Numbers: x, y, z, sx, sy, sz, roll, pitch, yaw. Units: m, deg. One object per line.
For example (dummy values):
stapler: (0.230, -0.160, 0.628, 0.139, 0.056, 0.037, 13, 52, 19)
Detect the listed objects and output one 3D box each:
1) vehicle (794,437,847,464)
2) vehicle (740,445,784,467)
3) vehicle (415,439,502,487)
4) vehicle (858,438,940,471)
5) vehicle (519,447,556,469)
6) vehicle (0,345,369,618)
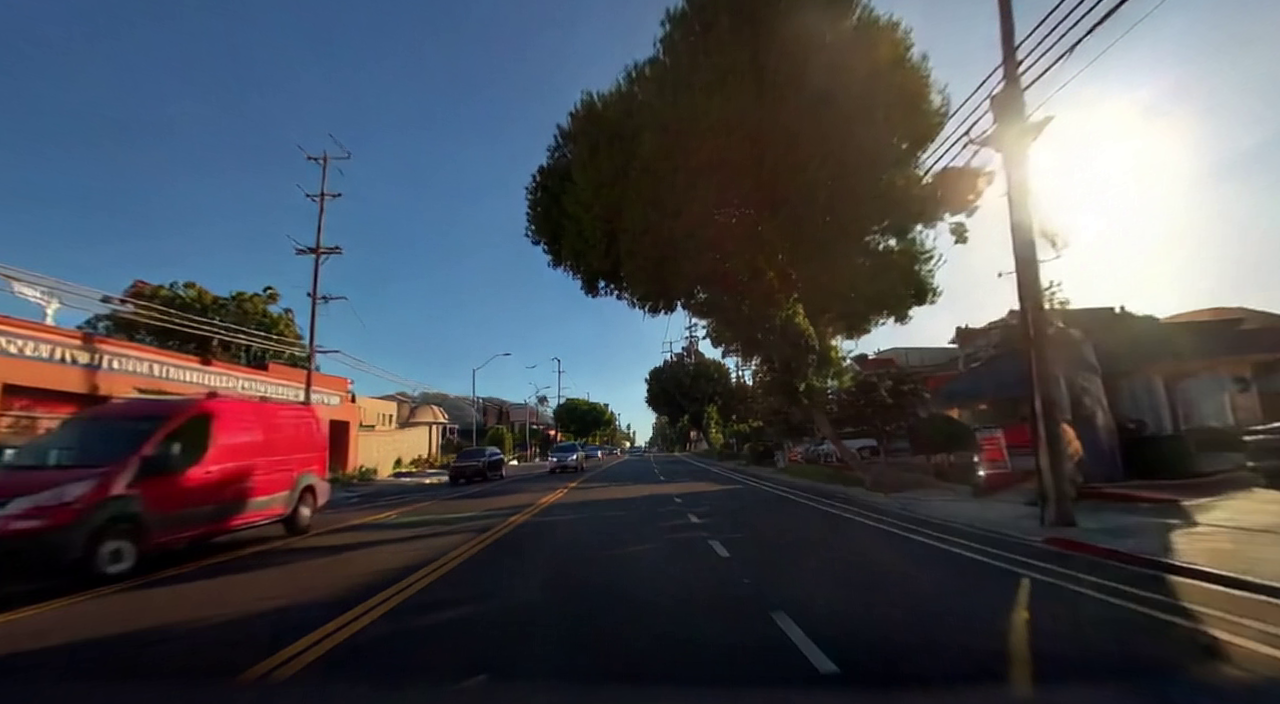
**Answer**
vehicle: (12.671, 6.941, 44.464, 2.051, 1.811, 5.330, 0, -8, -1)
vehicle: (8.264, 7.055, 42.962, 1.869, 1.428, 4.250, 0, -8, -5)
vehicle: (-7.259, 4.451, 25.678, 2.242, 1.741, 4.519, 0, -8, -1)
vehicle: (13.015, 5.184, 32.006, 2.143, 1.518, 4.893, 0, -8, 0)
vehicle: (-7.242, 7.478, 44.801, 1.877, 1.445, 4.429, -1, -8, 0)
vehicle: (-6.928, 1.599, 8.600, 2.909, 2.362, 7.390, -1, -8, 2)
